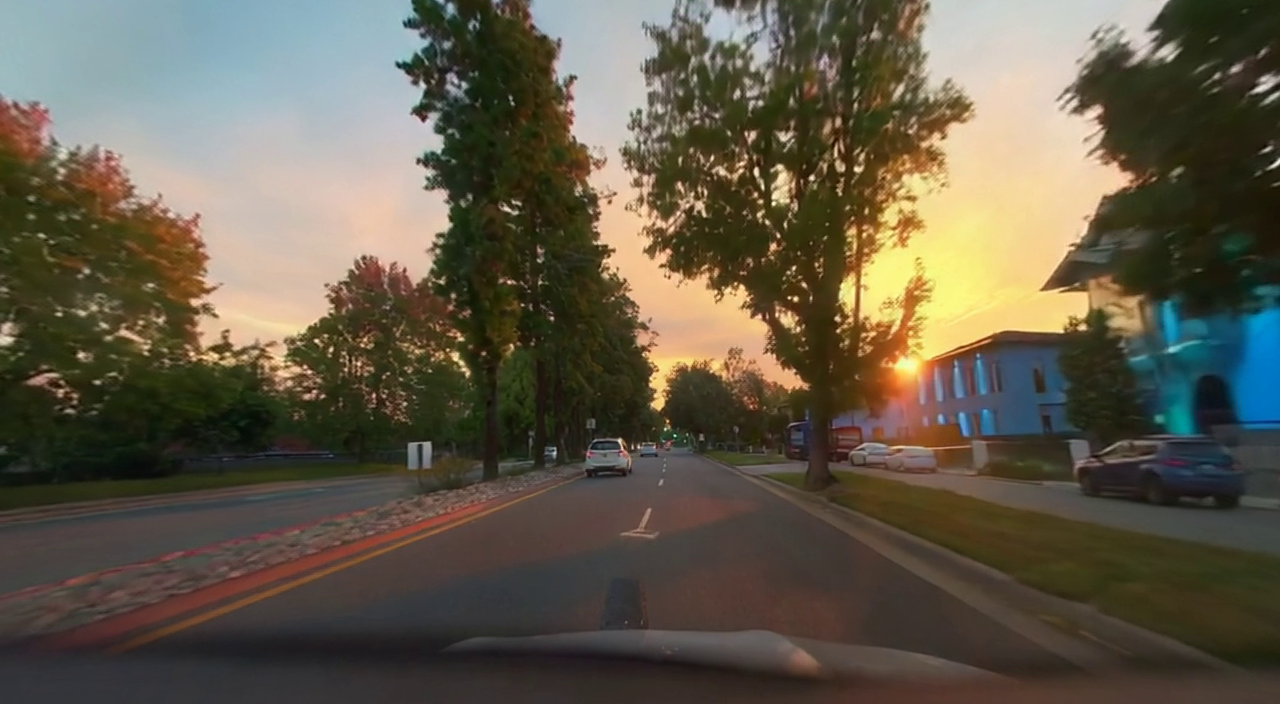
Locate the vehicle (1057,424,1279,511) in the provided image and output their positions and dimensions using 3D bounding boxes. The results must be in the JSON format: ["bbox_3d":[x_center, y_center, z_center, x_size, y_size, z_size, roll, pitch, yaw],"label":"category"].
[{"bbox_3d":[12.108,2.612,14.848,1.887,1.722,4.285,0,-8,5],"label":"vehicle"}]

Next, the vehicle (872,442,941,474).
[{"bbox_3d":[13.417,5.357,32.063,1.852,1.457,4.351,0,-8,4],"label":"vehicle"}]

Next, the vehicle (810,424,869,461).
[{"bbox_3d":[14.020,6.446,44.885,2.507,2.441,6.959,-1,-8,5],"label":"vehicle"}]

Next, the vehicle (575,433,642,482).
[{"bbox_3d":[-1.126,4.031,24.486,2.129,1.713,4.314,0,-8,3],"label":"vehicle"}]

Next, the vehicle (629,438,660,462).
[{"bbox_3d":[0.402,7.700,49.638,2.166,1.769,4.162,0,-8,4],"label":"vehicle"}]
